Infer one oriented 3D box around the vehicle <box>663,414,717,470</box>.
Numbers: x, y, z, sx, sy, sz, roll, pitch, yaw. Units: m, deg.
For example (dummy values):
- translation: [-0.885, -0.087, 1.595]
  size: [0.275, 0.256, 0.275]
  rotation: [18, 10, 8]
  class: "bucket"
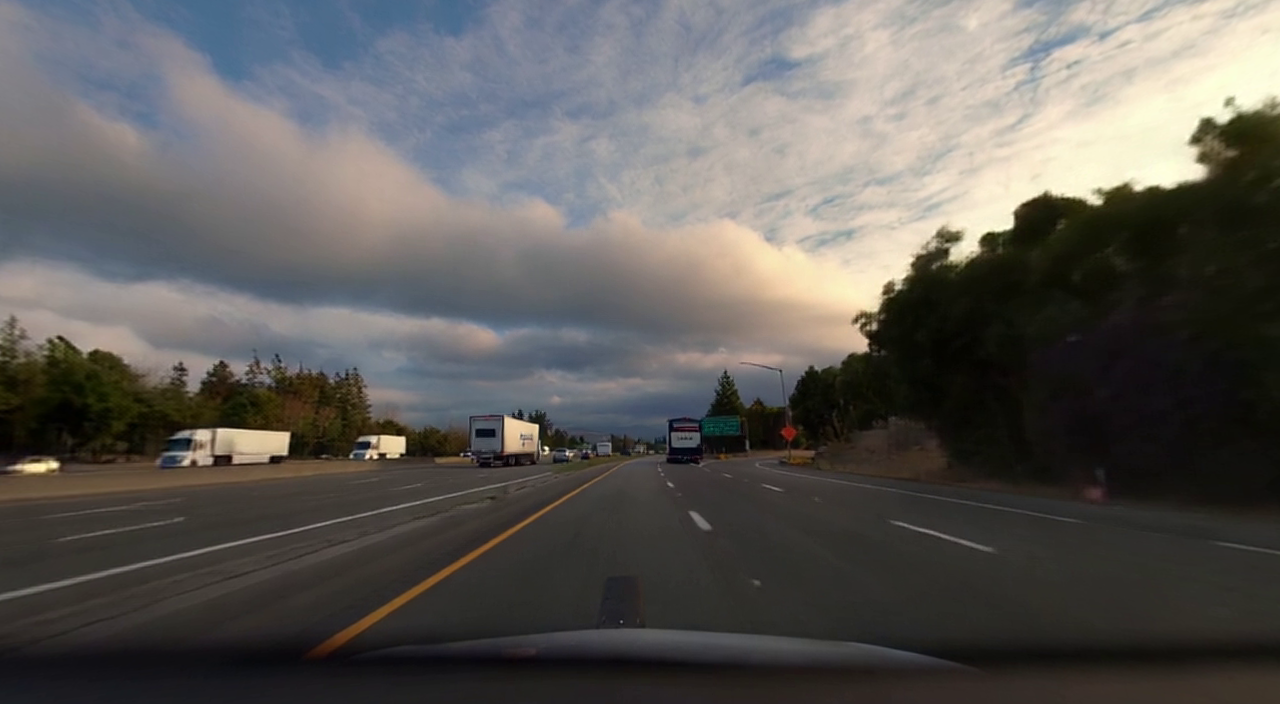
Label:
- translation: [3.476, 6.895, 47.692]
  size: [2.928, 3.595, 13.975]
  rotation: [0, -9, 0]
  class: "vehicle"
